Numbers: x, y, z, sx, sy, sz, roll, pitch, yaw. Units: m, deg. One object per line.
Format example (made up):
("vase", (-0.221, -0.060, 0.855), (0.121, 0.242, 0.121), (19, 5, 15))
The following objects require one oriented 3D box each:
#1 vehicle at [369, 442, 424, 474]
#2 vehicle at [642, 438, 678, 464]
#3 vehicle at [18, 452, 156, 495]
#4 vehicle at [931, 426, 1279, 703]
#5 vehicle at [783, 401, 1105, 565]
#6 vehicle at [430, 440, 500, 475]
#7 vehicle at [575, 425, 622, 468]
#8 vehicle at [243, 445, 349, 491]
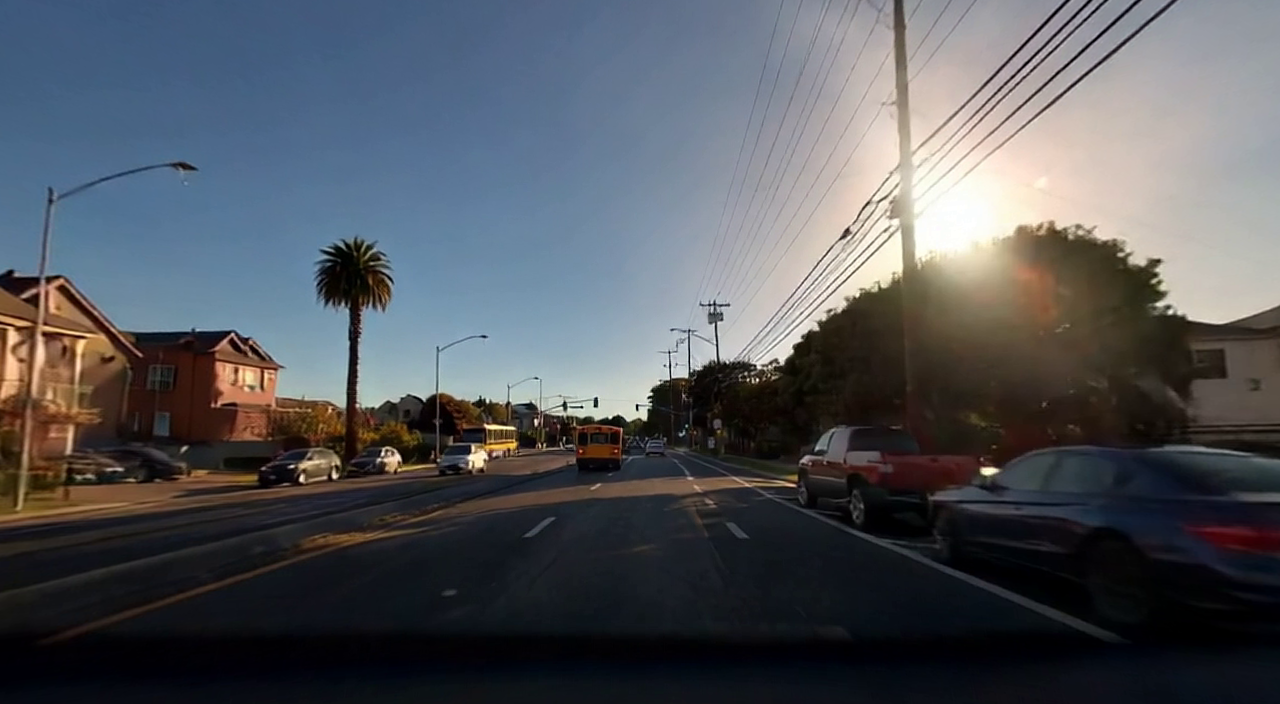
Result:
("vehicle", (-15.379, 6.690, 40.039), (1.888, 1.766, 4.127), (-5, -8, -1))
("vehicle", (1.206, 6.025, 38.573), (2.063, 1.495, 3.849), (0, -8, 1))
("vehicle", (-20.651, 4.527, 23.633), (3.558, 1.480, 1.670), (0, -8, 0))
("vehicle", (4.138, 1.298, 4.469), (1.838, 1.458, 4.750), (0, -8, -1))
("vehicle", (4.039, 1.859, 9.812), (2.259, 1.825, 5.285), (0, -8, -1))
("vehicle", (-8.530, 5.154, 31.165), (2.096, 1.552, 4.714), (0, -8, 0))
("vehicle", (-2.084, 4.909, 32.792), (2.168, 2.040, 4.527), (0, -8, 0))
("vehicle", (-15.373, 5.153, 28.513), (1.993, 1.639, 5.065), (-7, -8, -1))
